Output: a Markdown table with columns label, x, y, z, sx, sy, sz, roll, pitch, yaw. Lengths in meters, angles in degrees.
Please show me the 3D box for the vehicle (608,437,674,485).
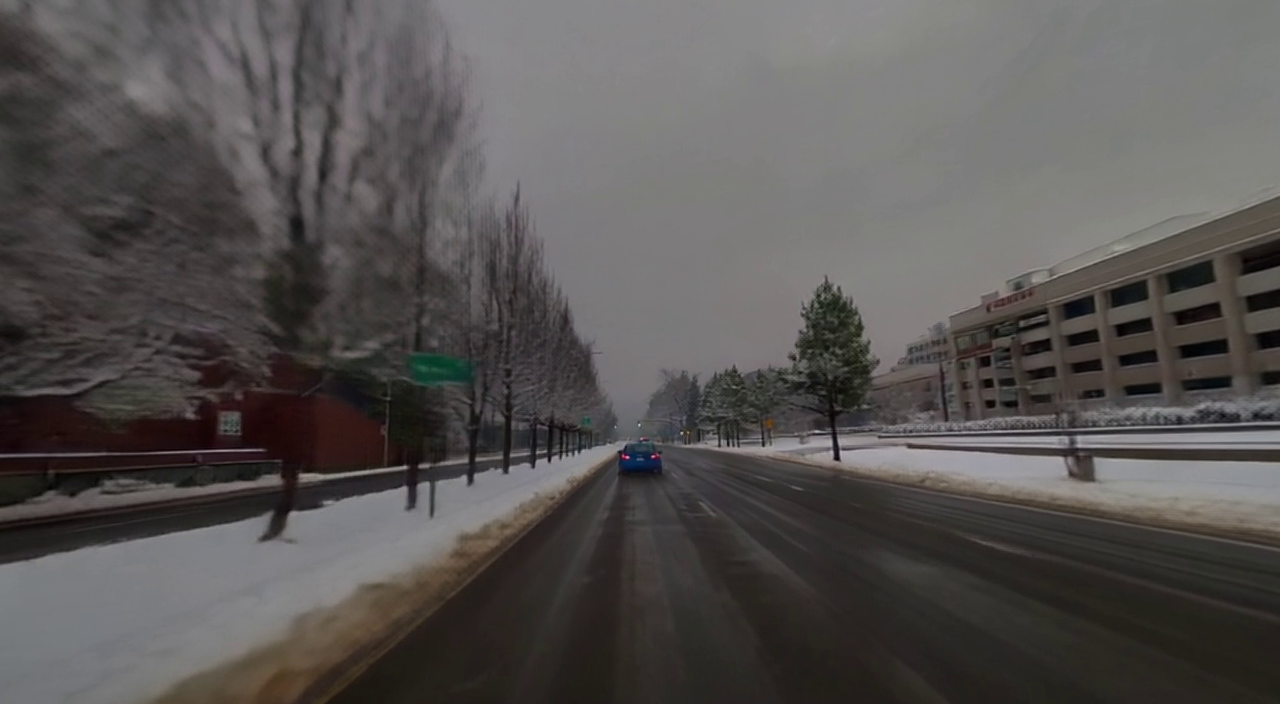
| label | x | y | z | sx | sy | sz | roll | pitch | yaw |
| --- | --- | --- | --- | --- | --- | --- | --- | --- | --- |
| vehicle | -0.007 | 3.730 | 21.990 | 2.042 | 1.479 | 4.601 | 0 | -8 | -1 |
